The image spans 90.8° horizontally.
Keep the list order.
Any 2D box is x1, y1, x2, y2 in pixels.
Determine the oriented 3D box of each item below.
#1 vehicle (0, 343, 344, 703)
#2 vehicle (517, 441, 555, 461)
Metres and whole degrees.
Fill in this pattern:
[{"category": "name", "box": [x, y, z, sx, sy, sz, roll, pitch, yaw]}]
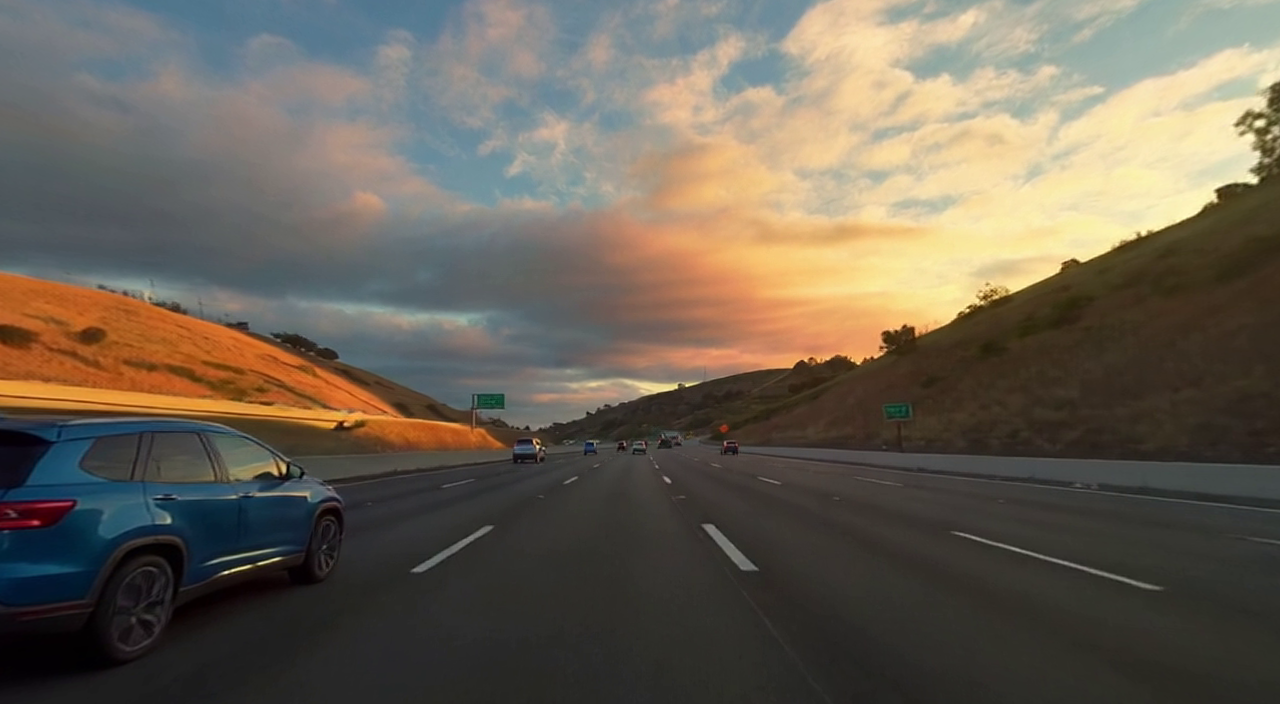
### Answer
[{"category": "vehicle", "box": [-3.754, 0.937, 3.404, 2.047, 1.715, 4.689, 0, -9, 0]}, {"category": "vehicle", "box": [-7.866, 7.538, 48.180, 2.054, 1.474, 4.450, 0, -9, 1]}]
